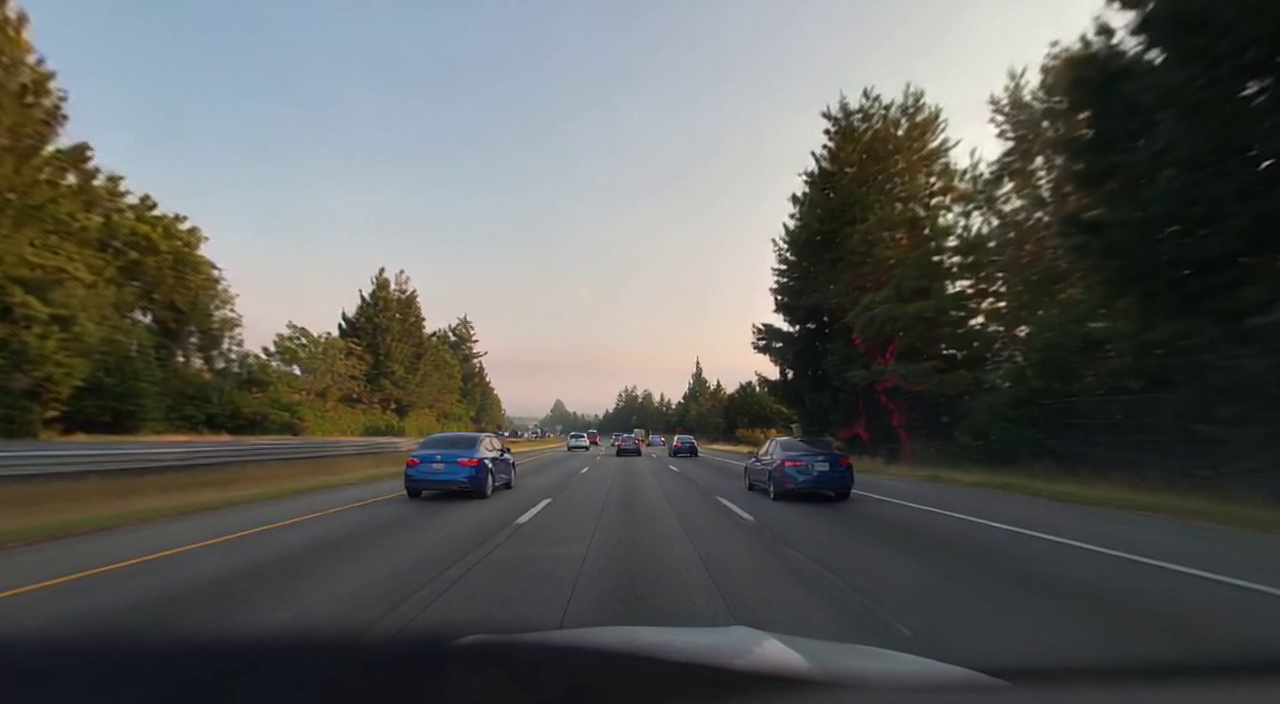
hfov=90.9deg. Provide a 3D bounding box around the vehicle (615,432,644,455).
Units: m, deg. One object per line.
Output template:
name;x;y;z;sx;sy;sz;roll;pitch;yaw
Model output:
vehicle;-0.846;7.166;49.656;2.191;1.727;3.981;1;-8;-2

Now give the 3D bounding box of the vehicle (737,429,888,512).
vehicle;3.455;2.433;13.472;1.986;1.488;3.867;1;-8;-3

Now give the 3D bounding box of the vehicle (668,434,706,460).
vehicle;2.799;5.788;38.605;1.883;1.536;3.792;1;-8;-3

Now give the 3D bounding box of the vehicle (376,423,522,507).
vehicle;-3.939;2.375;13.803;1.941;1.529;4.111;0;-8;-1
